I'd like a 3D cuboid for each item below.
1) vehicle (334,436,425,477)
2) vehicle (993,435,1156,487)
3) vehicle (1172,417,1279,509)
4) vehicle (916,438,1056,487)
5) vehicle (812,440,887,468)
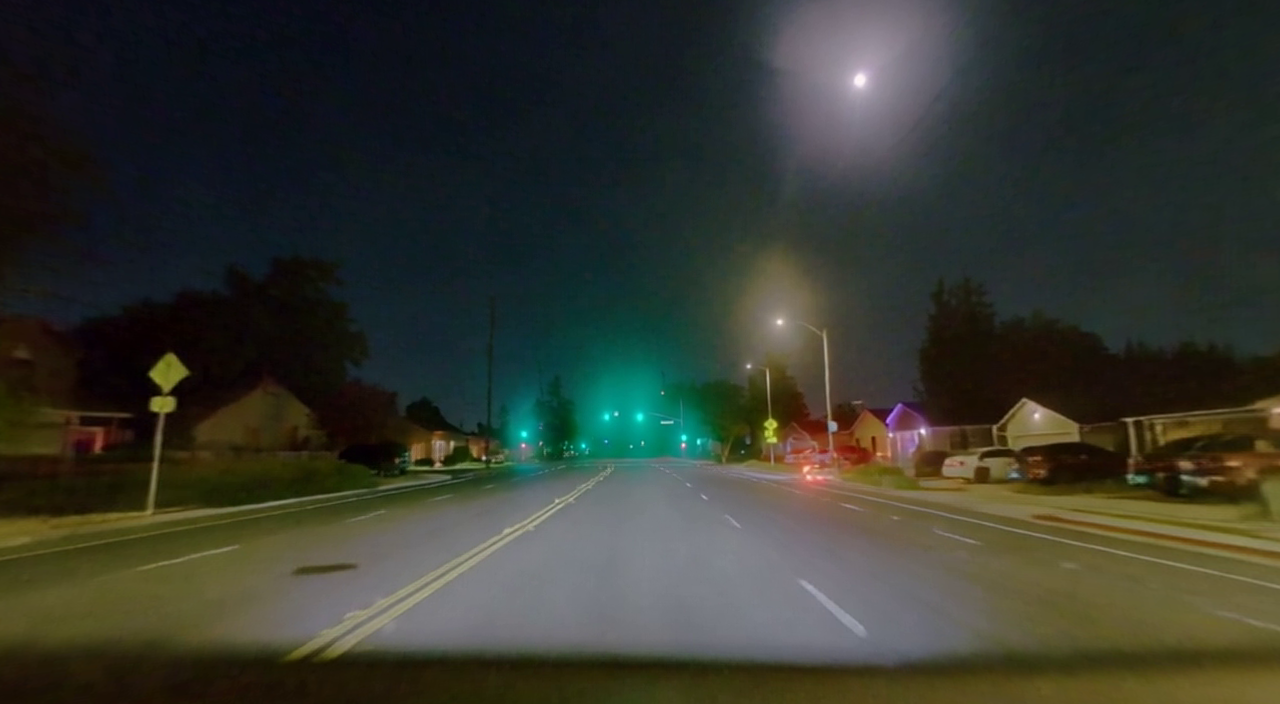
[{"bbox_3d":[-15.577,6.270,38.301,2.653,2.232,6.273,0,-8,2],"label":"vehicle"},{"bbox_3d":[15.202,3.808,22.311,4.234,1.491,1.940,-4,-7,0],"label":"vehicle"},{"bbox_3d":[14.965,2.376,13.755,4.854,1.803,2.179,0,-9,-4],"label":"vehicle"},{"bbox_3d":[14.005,4.466,25.776,4.466,1.578,1.968,-4,-7,-1],"label":"vehicle"},{"bbox_3d":[15.326,7.451,46.375,4.739,1.667,1.998,-4,-7,0],"label":"vehicle"}]
